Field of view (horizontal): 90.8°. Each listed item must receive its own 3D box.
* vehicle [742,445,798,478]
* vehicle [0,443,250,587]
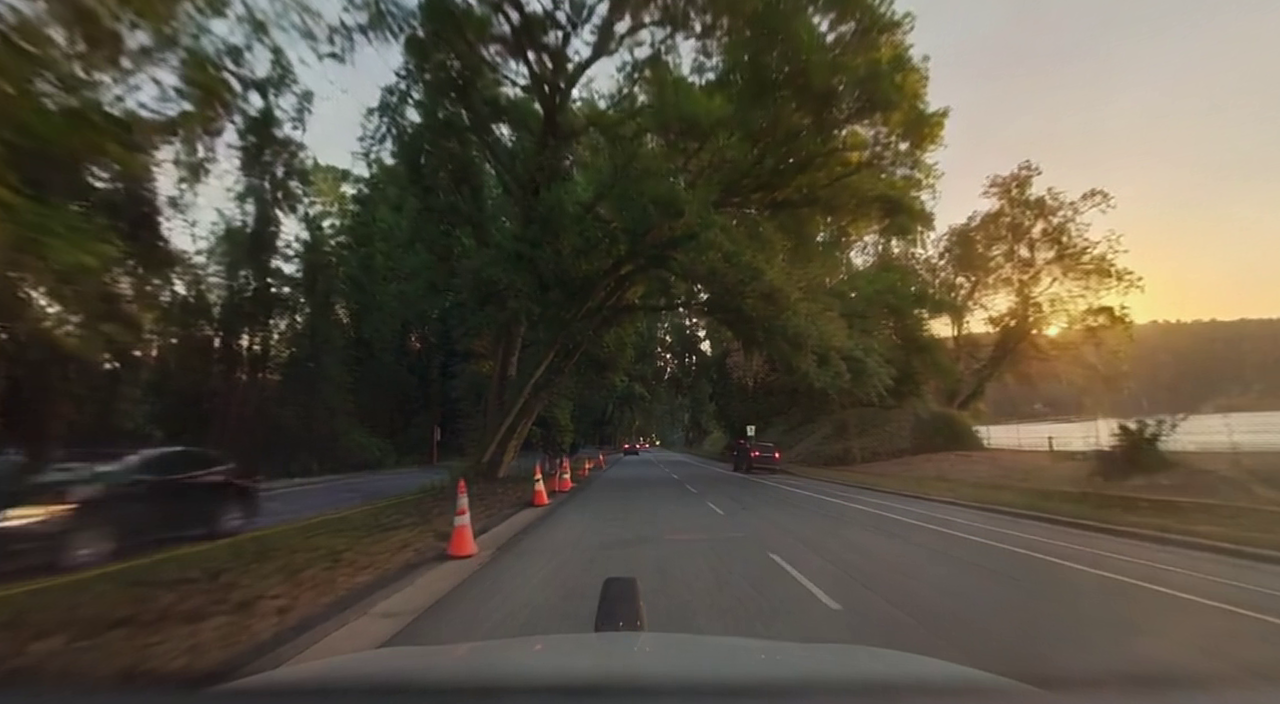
[{"bbox_3d":[6.233,5.296,30.843,1.904,1.470,4.583,-1,-8,2],"label":"vehicle"},{"bbox_3d":[-7.526,1.956,8.381,1.907,1.455,4.404,0,-8,0],"label":"vehicle"}]
